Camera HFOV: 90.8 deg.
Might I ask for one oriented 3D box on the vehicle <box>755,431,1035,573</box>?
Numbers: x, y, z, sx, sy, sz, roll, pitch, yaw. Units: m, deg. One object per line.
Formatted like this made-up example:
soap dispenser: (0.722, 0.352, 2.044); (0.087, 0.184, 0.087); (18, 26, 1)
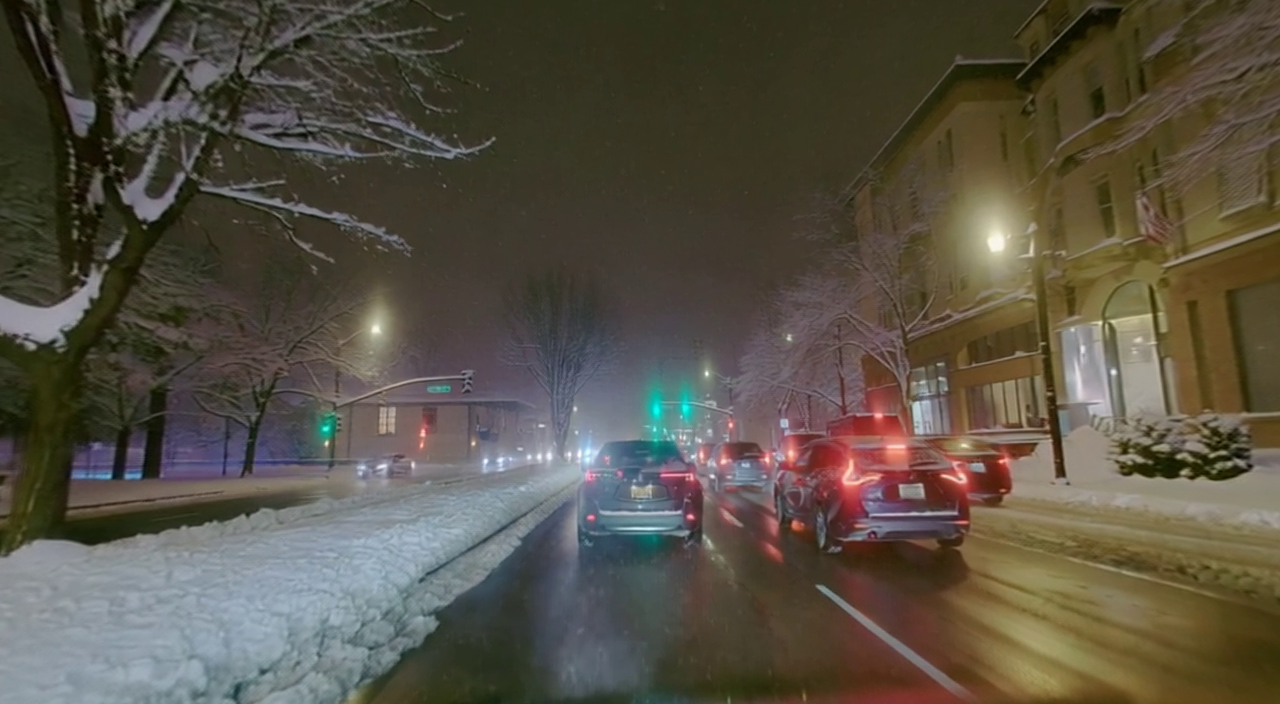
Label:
vehicle: (3.126, 1.924, 9.022); (1.995, 1.483, 4.533); (0, -8, -2)

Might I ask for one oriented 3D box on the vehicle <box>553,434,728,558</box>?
vehicle: (-0.043, 2.047, 9.745); (2.105, 1.474, 4.127); (0, -8, -1)

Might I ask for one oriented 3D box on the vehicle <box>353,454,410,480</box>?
vehicle: (-16.648, 7.393, 40.929); (1.864, 1.489, 4.346); (0, -8, 0)
